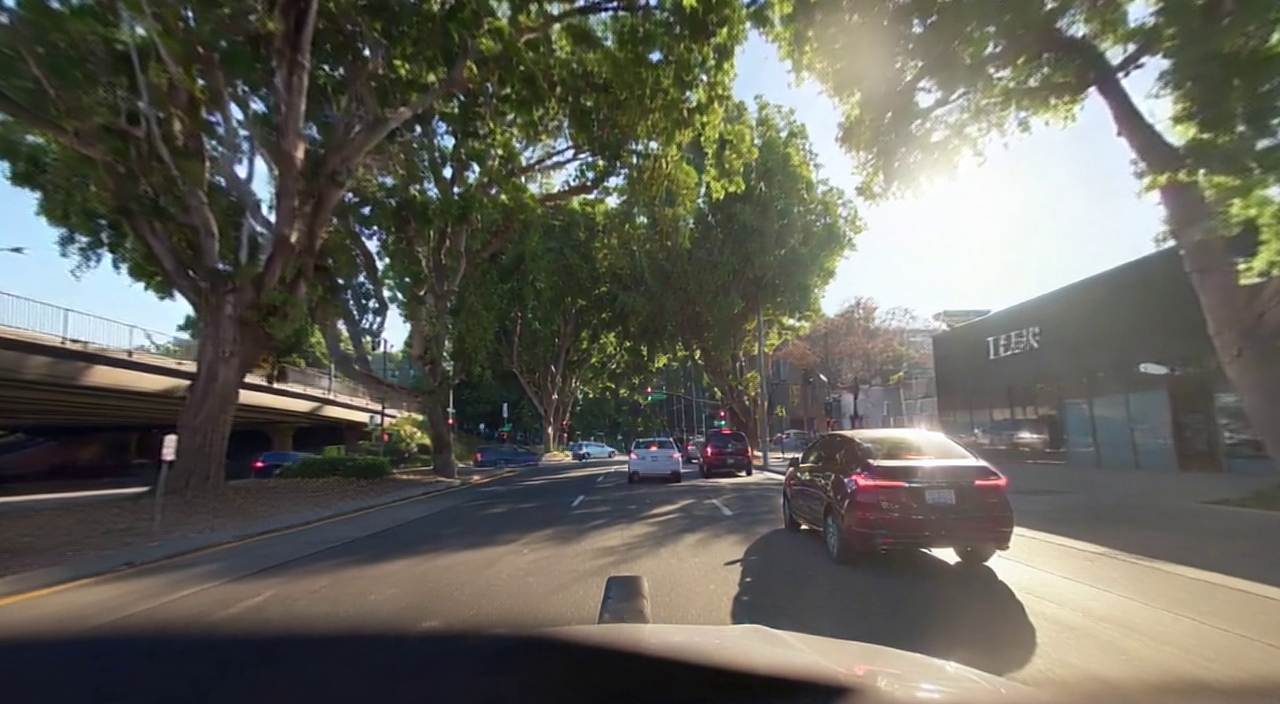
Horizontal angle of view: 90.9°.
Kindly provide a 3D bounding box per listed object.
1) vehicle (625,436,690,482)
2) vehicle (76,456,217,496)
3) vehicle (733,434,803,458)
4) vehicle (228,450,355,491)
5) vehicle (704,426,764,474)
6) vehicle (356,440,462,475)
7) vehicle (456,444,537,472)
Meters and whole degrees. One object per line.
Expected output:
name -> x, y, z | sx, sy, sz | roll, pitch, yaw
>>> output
vehicle -> 0.573, 3.788, 22.653 | 2.101, 1.467, 4.210 | 0, -8, 0
vehicle -> -21.021, 5.239, 27.053 | 1.873, 1.462, 4.283 | -5, -10, 30
vehicle -> 9.532, 7.014, 47.163 | 4.698, 1.736, 1.945 | 2, -9, -14
vehicle -> -15.413, 5.207, 28.146 | 1.832, 1.611, 4.546 | -6, -10, 32
vehicle -> 4.222, 4.488, 29.019 | 2.080, 1.999, 4.379 | 0, -8, 0
vehicle -> -13.725, 6.282, 37.845 | 2.322, 1.916, 5.640 | -6, -10, 32
vehicle -> -8.413, 6.222, 37.192 | 1.860, 1.543, 4.302 | -8, -11, 43
